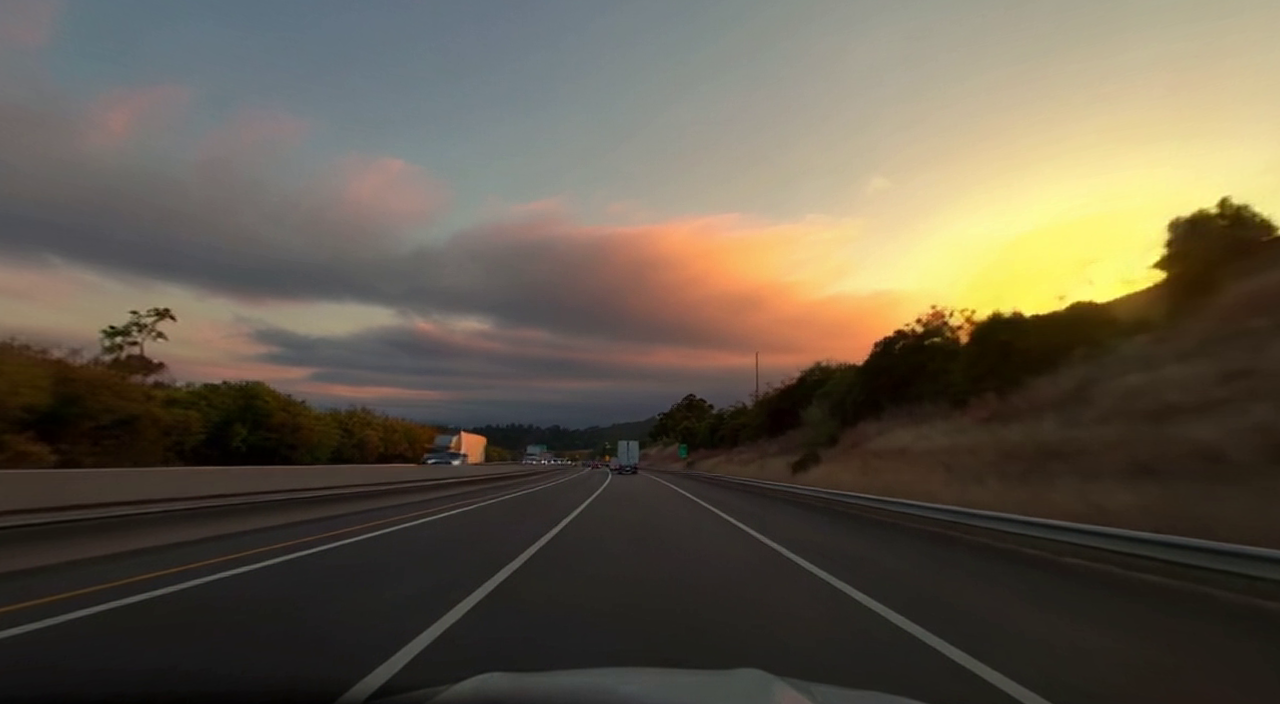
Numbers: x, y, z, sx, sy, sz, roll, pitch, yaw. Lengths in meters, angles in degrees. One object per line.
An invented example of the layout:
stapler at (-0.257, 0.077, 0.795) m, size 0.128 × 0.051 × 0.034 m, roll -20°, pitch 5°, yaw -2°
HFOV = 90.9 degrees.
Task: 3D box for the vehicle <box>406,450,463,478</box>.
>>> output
vehicle at (-12.831, 7.047, 39.570) m, size 2.138 × 1.620 × 4.328 m, roll 1°, pitch -10°, yaw -1°
